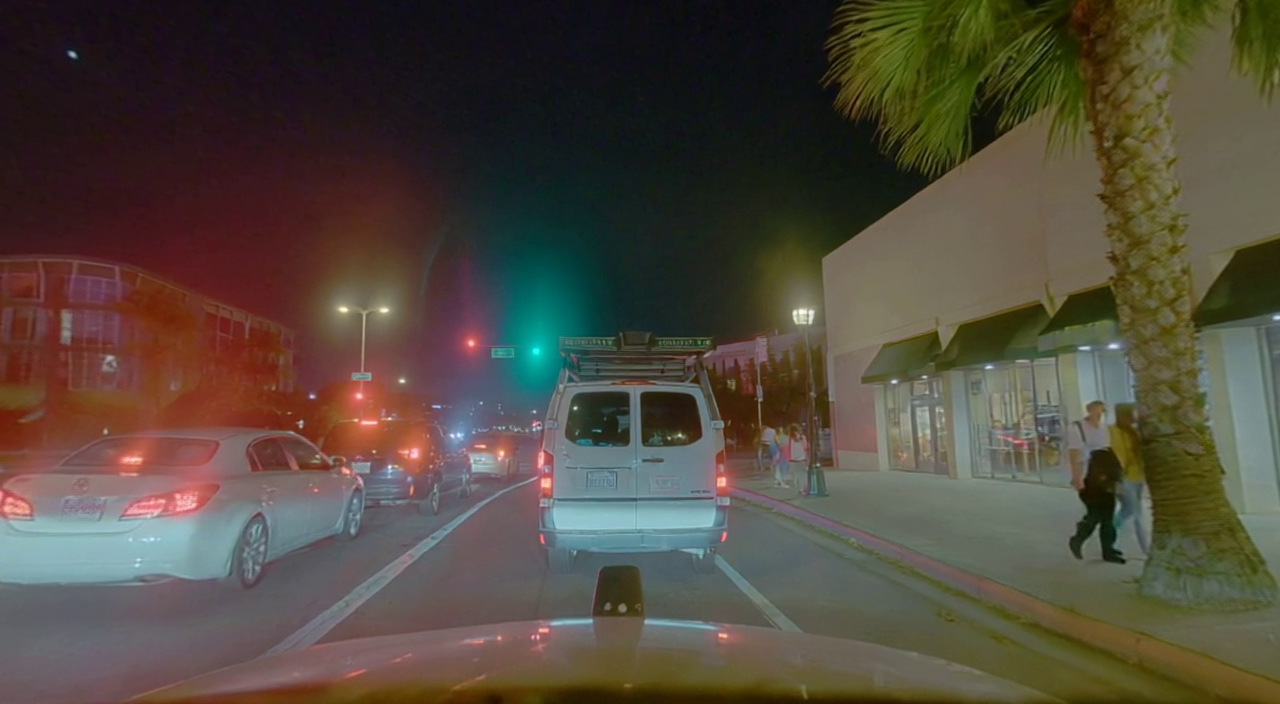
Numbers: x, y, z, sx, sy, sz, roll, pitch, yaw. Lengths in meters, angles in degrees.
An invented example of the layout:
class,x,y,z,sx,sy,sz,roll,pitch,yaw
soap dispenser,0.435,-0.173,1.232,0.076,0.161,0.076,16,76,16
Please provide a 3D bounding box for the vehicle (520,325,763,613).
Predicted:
class,x,y,z,sx,sy,sz,roll,pitch,yaw
vehicle,-0.192,1.222,7.179,1.902,2.238,4.263,1,-9,-6

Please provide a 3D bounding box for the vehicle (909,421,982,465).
class,x,y,z,sx,sy,sz,roll,pitch,yaw
vehicle,12.649,3.766,26.037,2.046,1.675,3.924,-6,-10,33

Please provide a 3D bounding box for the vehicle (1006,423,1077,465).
class,x,y,z,sx,sy,sz,roll,pitch,yaw
vehicle,15.775,3.620,24.730,2.048,1.475,3.972,-6,-10,34

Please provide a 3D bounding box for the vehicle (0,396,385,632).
class,x,y,z,sx,sy,sz,roll,pitch,yaw
vehicle,-4.399,1.464,6.670,1.986,1.643,4.315,1,-9,-6

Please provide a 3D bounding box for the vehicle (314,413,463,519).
class,x,y,z,sx,sy,sz,roll,pitch,yaw
vehicle,-5.202,2.413,13.882,2.089,1.854,5.022,2,-9,-11

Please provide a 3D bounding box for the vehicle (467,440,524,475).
class,x,y,z,sx,sy,sz,roll,pitch,yaw
vehicle,-6.835,4.896,29.574,1.818,1.479,4.428,4,-9,-22
